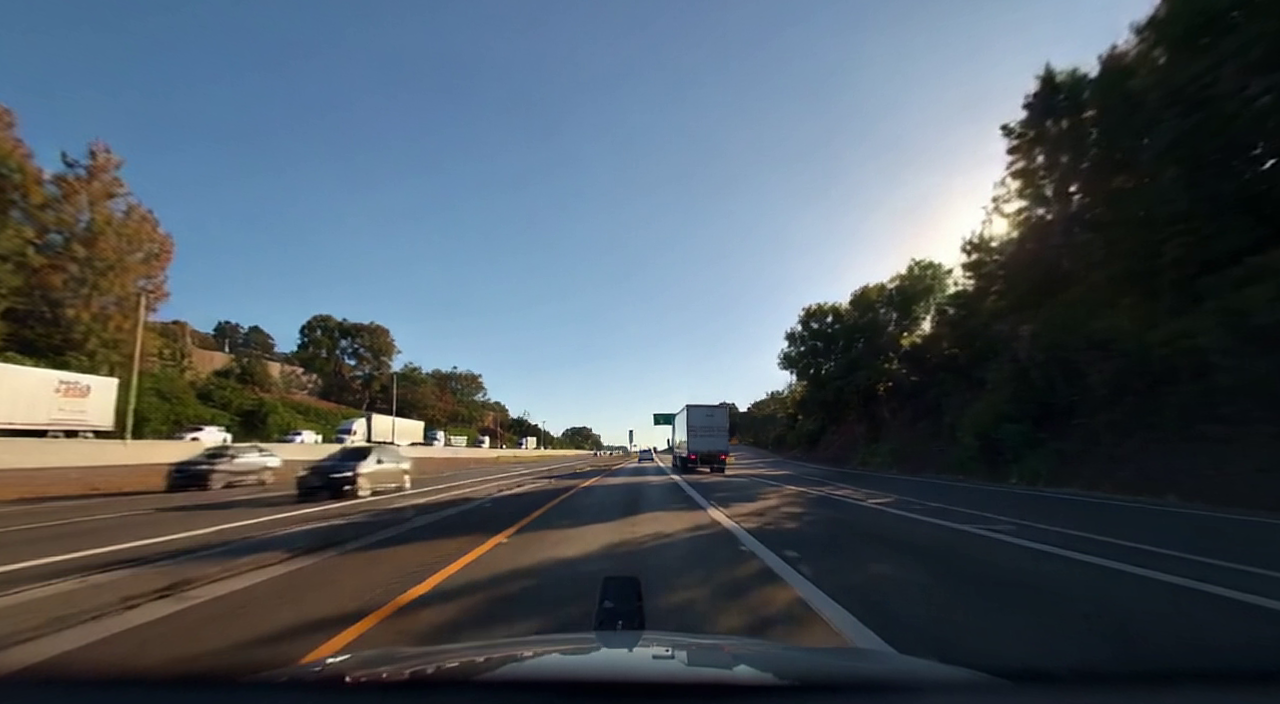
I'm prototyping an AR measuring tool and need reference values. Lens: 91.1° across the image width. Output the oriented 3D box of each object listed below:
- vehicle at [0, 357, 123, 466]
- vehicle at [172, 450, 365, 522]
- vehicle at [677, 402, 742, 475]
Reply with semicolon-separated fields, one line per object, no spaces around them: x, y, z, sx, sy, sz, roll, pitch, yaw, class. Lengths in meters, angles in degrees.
-26.128;2.052;22.649;2.942;4.127;14.124;0;-9;0;vehicle
-8.610;3.102;15.167;1.867;1.438;4.553;0;-9;0;vehicle
4.356;5.921;42.414;3.185;4.154;12.638;-1;-9;1;vehicle
